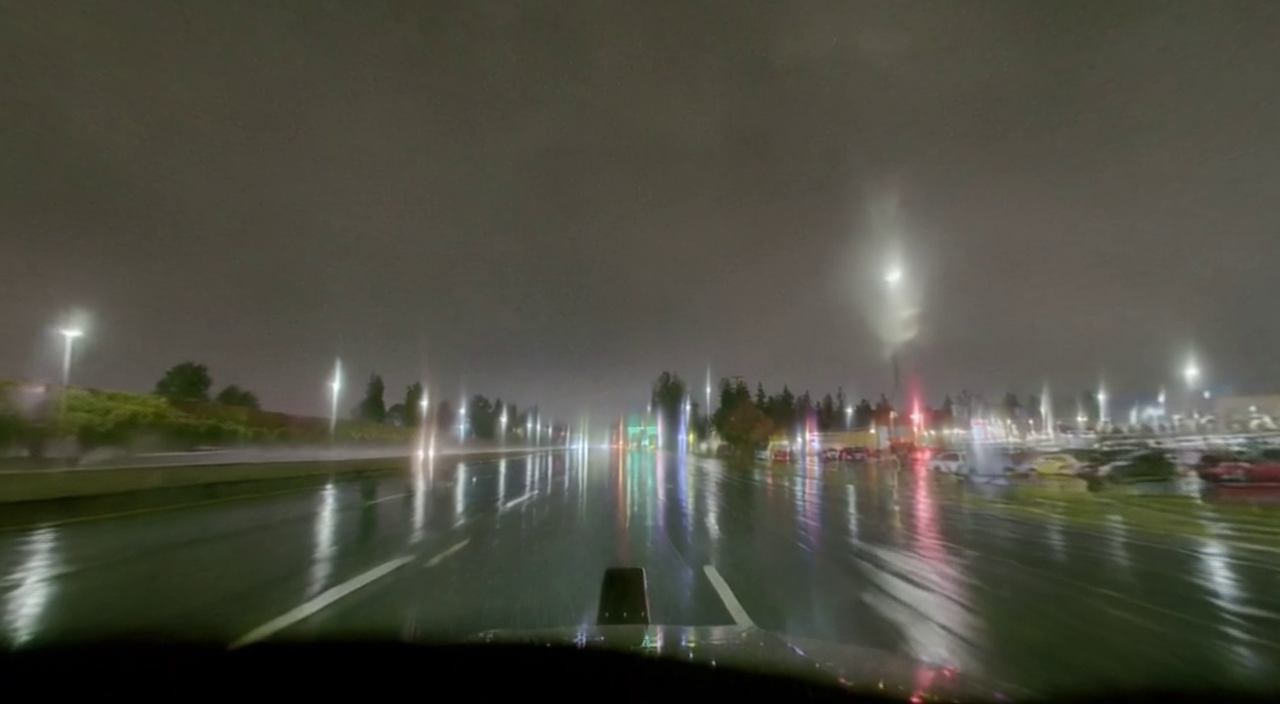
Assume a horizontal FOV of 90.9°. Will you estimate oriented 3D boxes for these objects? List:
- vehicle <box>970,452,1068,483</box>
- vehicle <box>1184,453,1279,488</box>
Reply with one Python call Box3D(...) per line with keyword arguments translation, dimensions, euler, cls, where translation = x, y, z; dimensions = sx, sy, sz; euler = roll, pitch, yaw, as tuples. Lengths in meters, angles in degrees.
Box3D(translation=(27.303, 8.315, 45.533), dimensions=(5.531, 1.855, 2.208), euler=(-3, -8, -1), cls="vehicle")
Box3D(translation=(33.659, 6.556, 34.961), dimensions=(4.896, 1.808, 2.225), euler=(1, -8, -2), cls="vehicle")
